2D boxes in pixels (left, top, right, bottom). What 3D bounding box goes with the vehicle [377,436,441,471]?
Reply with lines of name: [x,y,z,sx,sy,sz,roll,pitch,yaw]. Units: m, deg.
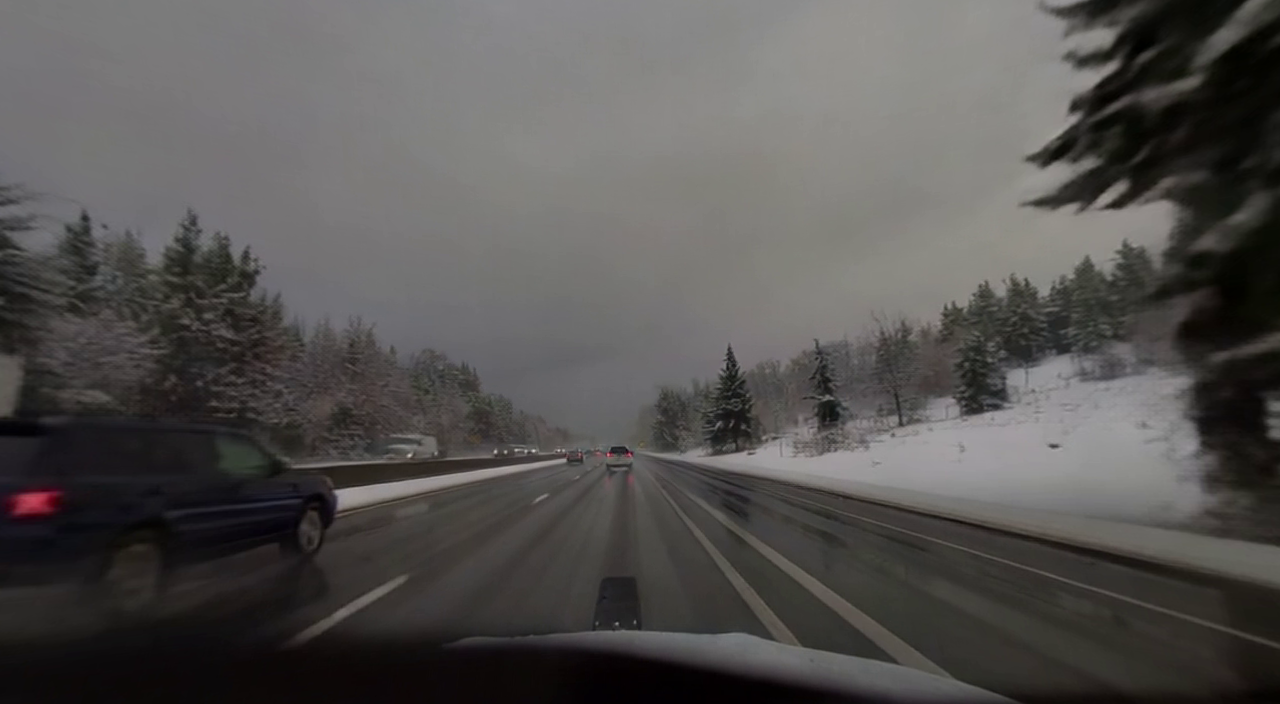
vehicle: [-13.725,6.055,37.576,2.071,1.894,5.029,0,-9,-2]

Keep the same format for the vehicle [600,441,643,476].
vehicle: [-0.986,5.576,33.042,2.115,1.661,4.049,0,-9,-2]

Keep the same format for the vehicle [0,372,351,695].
vehicle: [-4.404,1.233,5.015,1.974,1.688,4.727,0,-9,-1]
